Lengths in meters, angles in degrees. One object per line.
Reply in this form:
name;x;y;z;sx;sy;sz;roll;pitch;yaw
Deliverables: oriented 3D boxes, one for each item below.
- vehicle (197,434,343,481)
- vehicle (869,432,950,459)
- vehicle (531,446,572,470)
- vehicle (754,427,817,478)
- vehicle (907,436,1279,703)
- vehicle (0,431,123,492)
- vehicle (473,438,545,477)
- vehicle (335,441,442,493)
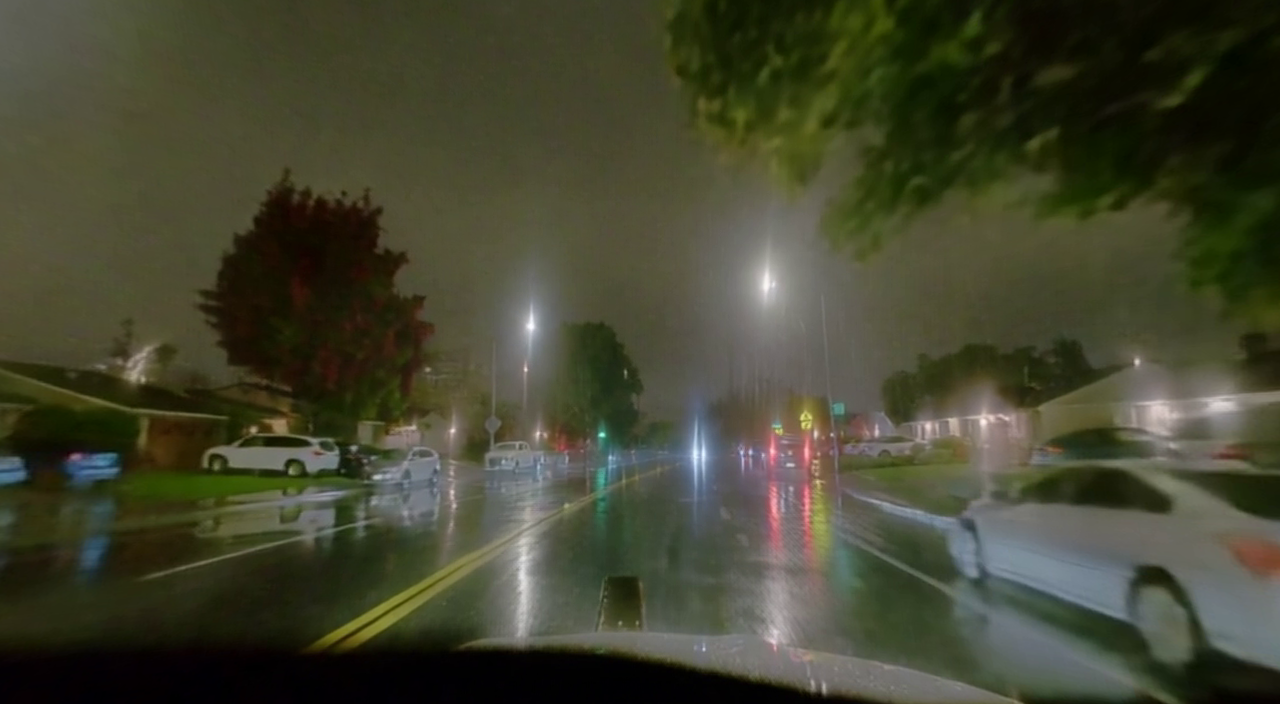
vehicle;-16.323;4.622;27.897;5.192;1.915;2.200;-1;-8;8
vehicle;18.215;6.326;42.812;4.637;1.661;2.158;-3;-8;13
vehicle;-6.423;7.736;46.087;1.967;1.488;4.216;-6;-9;5
vehicle;6.900;4.853;30.623;2.574;2.156;6.672;-2;-9;10
vehicle;4.354;1.441;4.744;2.293;1.516;5.391;1;-8;-1
vehicle;-19.609;3.431;20.099;4.662;1.684;1.997;1;-8;8
vehicle;-7.817;6.360;38.169;2.450;1.998;5.367;-5;-9;9
vehicle;-9.962;4.557;25.409;2.105;1.776;4.657;-4;-9;5
